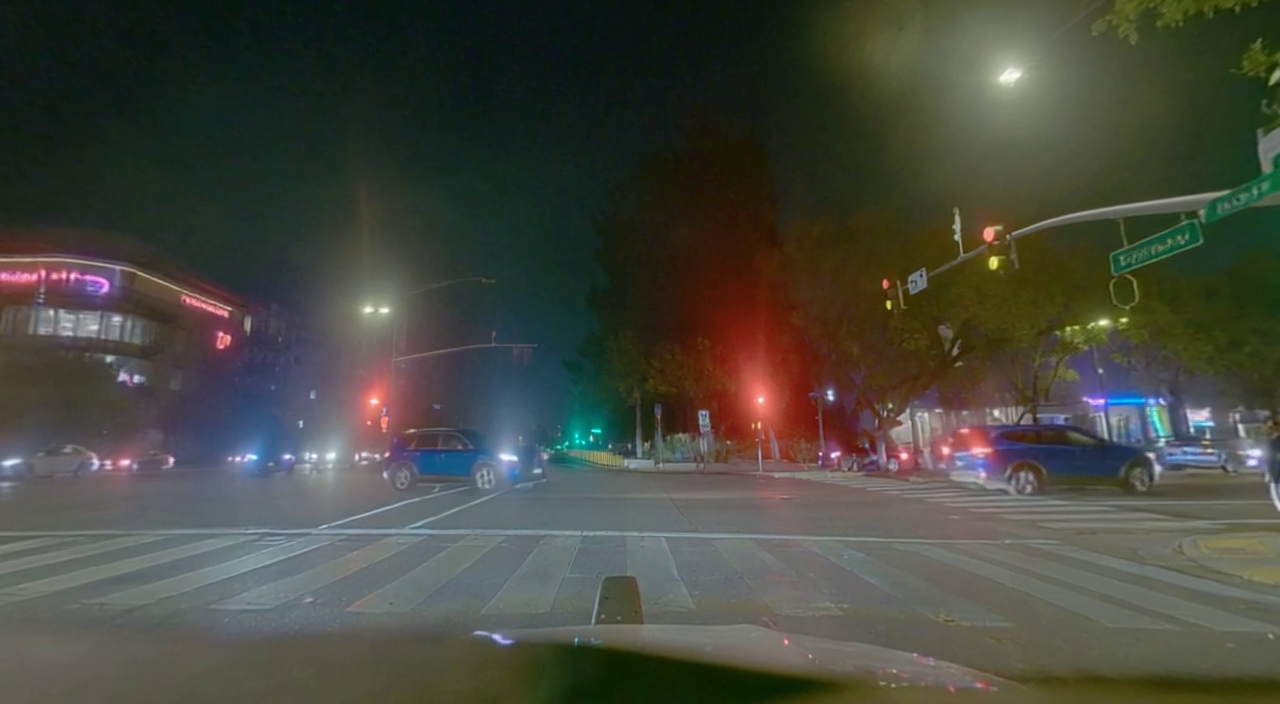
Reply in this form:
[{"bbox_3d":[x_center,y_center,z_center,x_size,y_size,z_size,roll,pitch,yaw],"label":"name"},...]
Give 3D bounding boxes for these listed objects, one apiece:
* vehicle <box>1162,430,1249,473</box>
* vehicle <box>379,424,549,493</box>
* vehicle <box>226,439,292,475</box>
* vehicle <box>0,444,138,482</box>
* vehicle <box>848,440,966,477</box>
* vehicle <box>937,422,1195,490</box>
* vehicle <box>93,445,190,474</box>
[{"bbox_3d":[24.803,4.362,27.892,2.156,1.719,4.780,-6,-10,34],"label":"vehicle"},{"bbox_3d":[-5.171,3.096,18.637,4.509,1.821,2.066,-4,-9,24],"label":"vehicle"},{"bbox_3d":[-17.595,4.836,29.368,2.007,1.540,4.312,3,-9,-23],"label":"vehicle"},{"bbox_3d":[-23.351,4.531,26.071,2.099,1.407,3.941,0,-8,-3],"label":"vehicle"},{"bbox_3d":[11.614,4.628,27.578,4.317,1.491,1.896,1,-8,-10],"label":"vehicle"},{"bbox_3d":[12.325,3.004,18.482,6.196,1.777,2.457,2,-9,-11],"label":"vehicle"},{"bbox_3d":[-27.349,5.859,34.854,1.881,1.469,4.415,0,-8,-3],"label":"vehicle"}]
